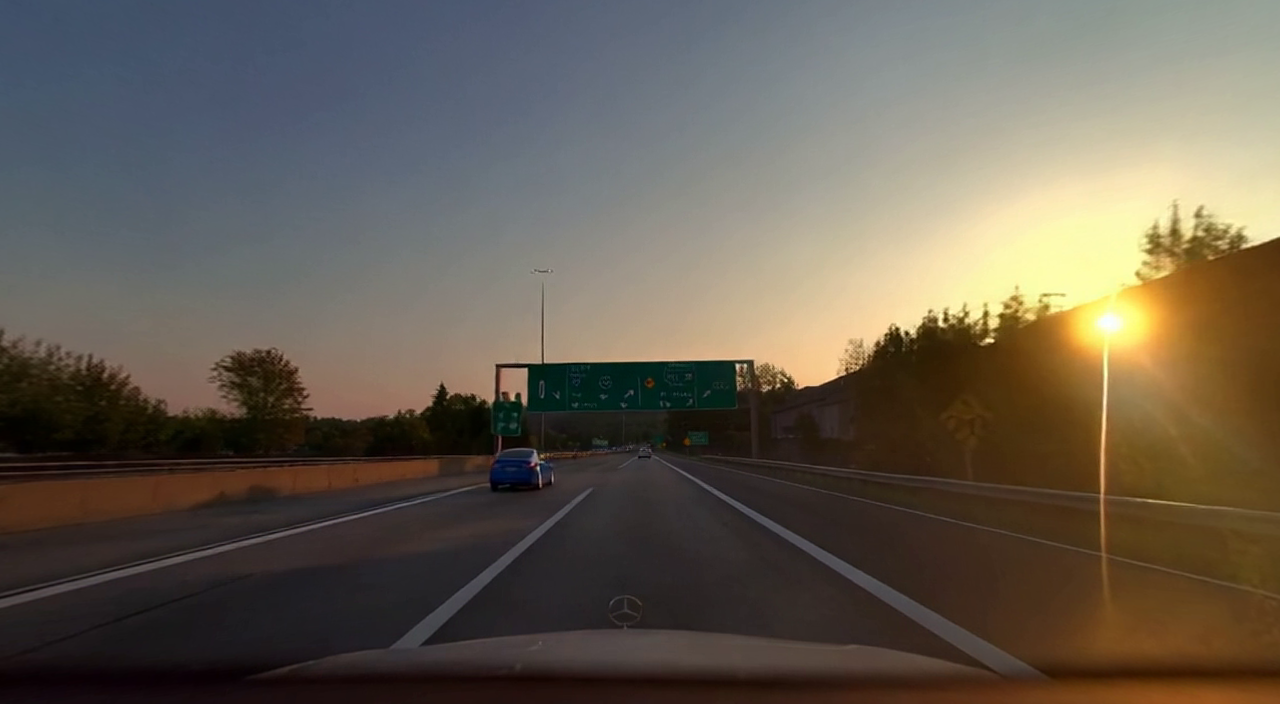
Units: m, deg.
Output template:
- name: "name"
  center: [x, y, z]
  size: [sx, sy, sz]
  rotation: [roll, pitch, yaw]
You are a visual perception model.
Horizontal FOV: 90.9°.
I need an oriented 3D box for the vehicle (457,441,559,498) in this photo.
- name: "vehicle"
  center: [-3.975, 3.641, 19.880]
  size: [2.160, 1.552, 4.592]
  rotation: [0, -9, 1]
